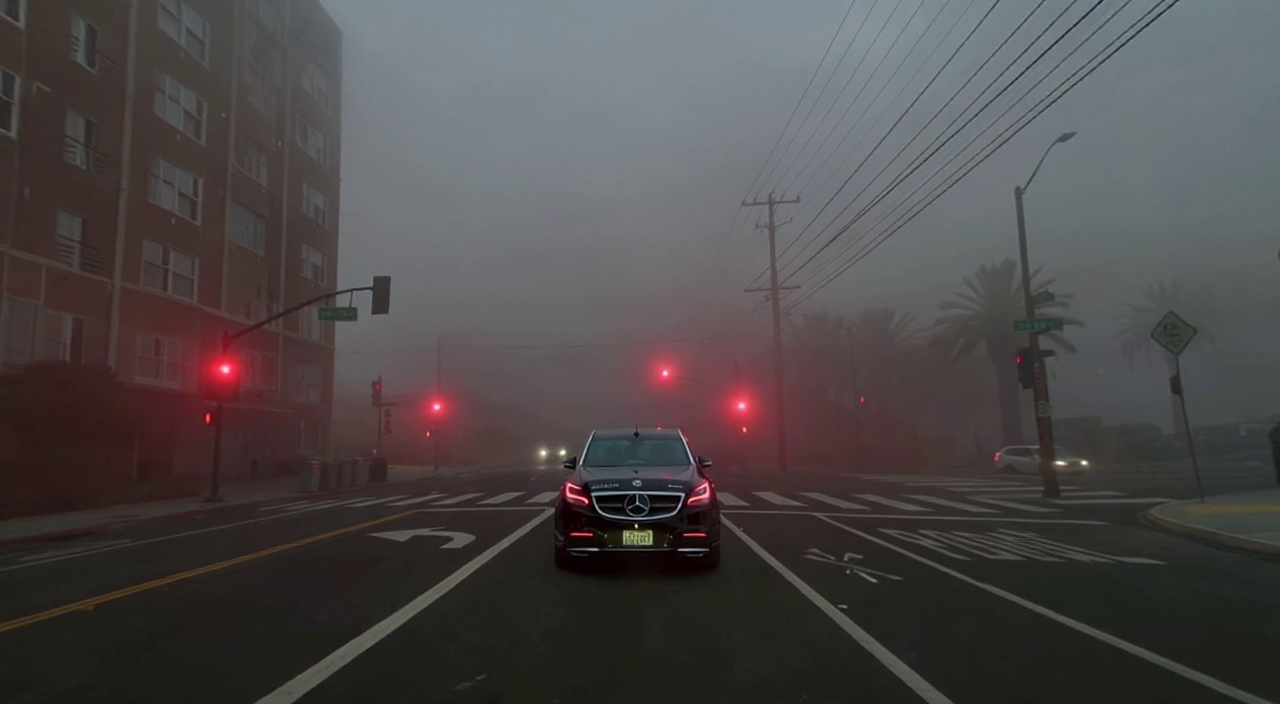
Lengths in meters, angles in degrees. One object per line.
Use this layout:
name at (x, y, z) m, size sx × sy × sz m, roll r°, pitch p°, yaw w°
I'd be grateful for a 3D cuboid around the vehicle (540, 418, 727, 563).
vehicle at (-0.083, 1.877, 9.225) m, size 2.144 × 1.643 × 3.770 m, roll 0°, pitch -8°, yaw 0°

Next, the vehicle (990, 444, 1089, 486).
vehicle at (16.633, 4.625, 26.222) m, size 4.118 × 1.593 × 2.004 m, roll 6°, pitch -10°, yaw -36°

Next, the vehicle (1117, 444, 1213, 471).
vehicle at (32.162, 6.463, 38.761) m, size 4.234 × 1.613 × 1.812 m, roll 0°, pitch -8°, yaw -1°
